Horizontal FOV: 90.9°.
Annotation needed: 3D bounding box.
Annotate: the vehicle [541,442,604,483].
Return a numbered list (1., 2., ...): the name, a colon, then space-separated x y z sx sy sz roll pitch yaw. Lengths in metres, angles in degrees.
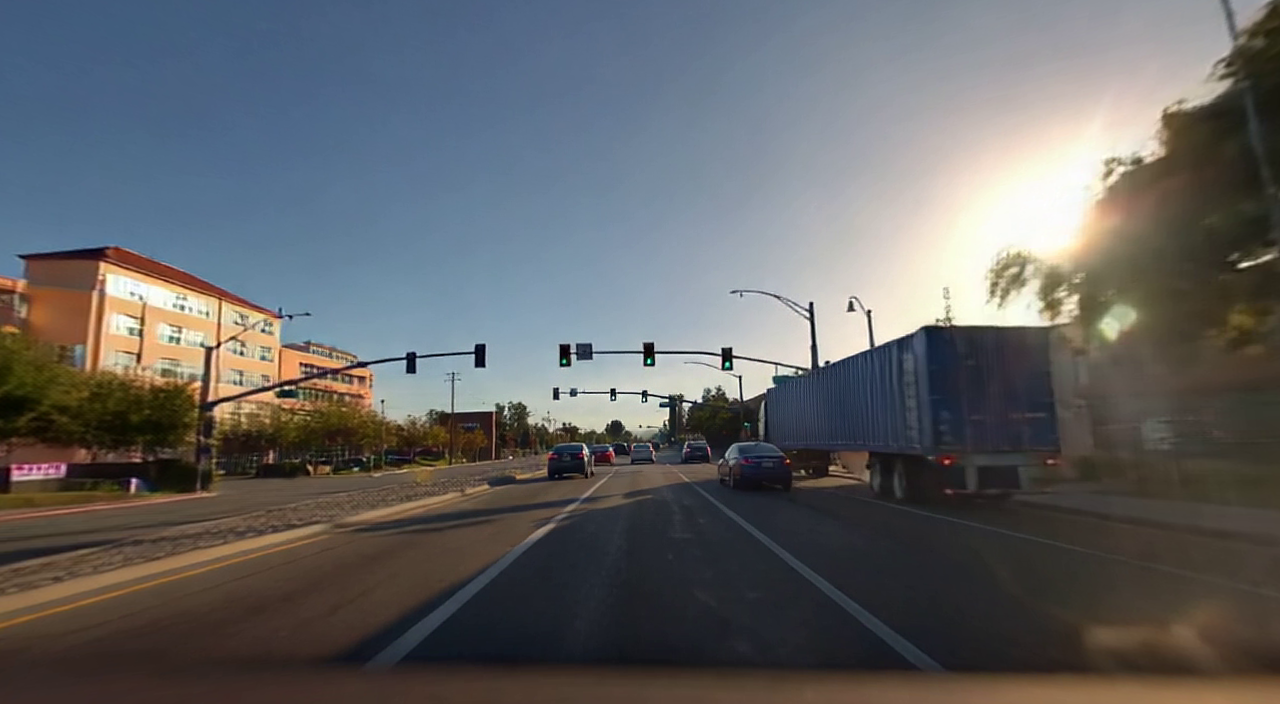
1. vehicle: -2.647 4.497 25.916 2.003 1.509 4.396 0 -8 1

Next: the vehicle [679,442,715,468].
1. vehicle: 3.809 6.923 42.491 2.050 1.683 3.990 0 -9 0

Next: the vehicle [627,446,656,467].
1. vehicle: 0.094 7.542 45.605 2.020 1.461 4.326 0 -8 0

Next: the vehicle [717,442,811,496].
1. vehicle: 3.661 3.518 19.350 1.972 1.452 4.189 0 -8 -1

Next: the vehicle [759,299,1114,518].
1. vehicle: 7.352 2.361 20.980 3.383 4.268 17.469 0 -9 0
